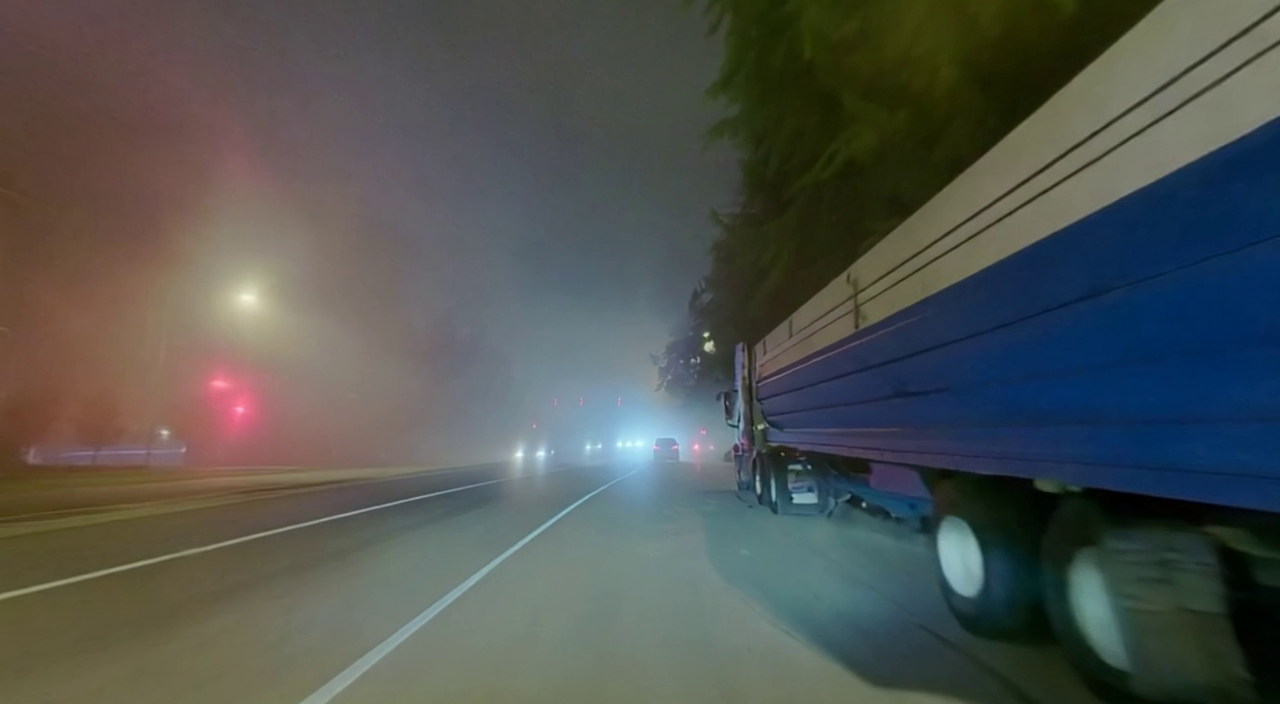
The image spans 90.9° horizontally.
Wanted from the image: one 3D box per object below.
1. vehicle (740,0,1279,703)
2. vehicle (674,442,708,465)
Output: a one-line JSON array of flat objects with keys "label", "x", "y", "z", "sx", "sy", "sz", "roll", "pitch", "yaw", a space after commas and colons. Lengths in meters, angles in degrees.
[{"label": "vehicle", "x": 3.764, "y": 0.466, "z": 7.782, "sx": 3.157, "sy": 3.982, "sz": 13.307, "roll": 0, "pitch": -8, "yaw": 1}, {"label": "vehicle", "x": 3.405, "y": 6.646, "z": 41.443, "sx": 1.871, "sy": 1.370, "sz": 4.206, "roll": -2, "pitch": -8, "yaw": 9}]
